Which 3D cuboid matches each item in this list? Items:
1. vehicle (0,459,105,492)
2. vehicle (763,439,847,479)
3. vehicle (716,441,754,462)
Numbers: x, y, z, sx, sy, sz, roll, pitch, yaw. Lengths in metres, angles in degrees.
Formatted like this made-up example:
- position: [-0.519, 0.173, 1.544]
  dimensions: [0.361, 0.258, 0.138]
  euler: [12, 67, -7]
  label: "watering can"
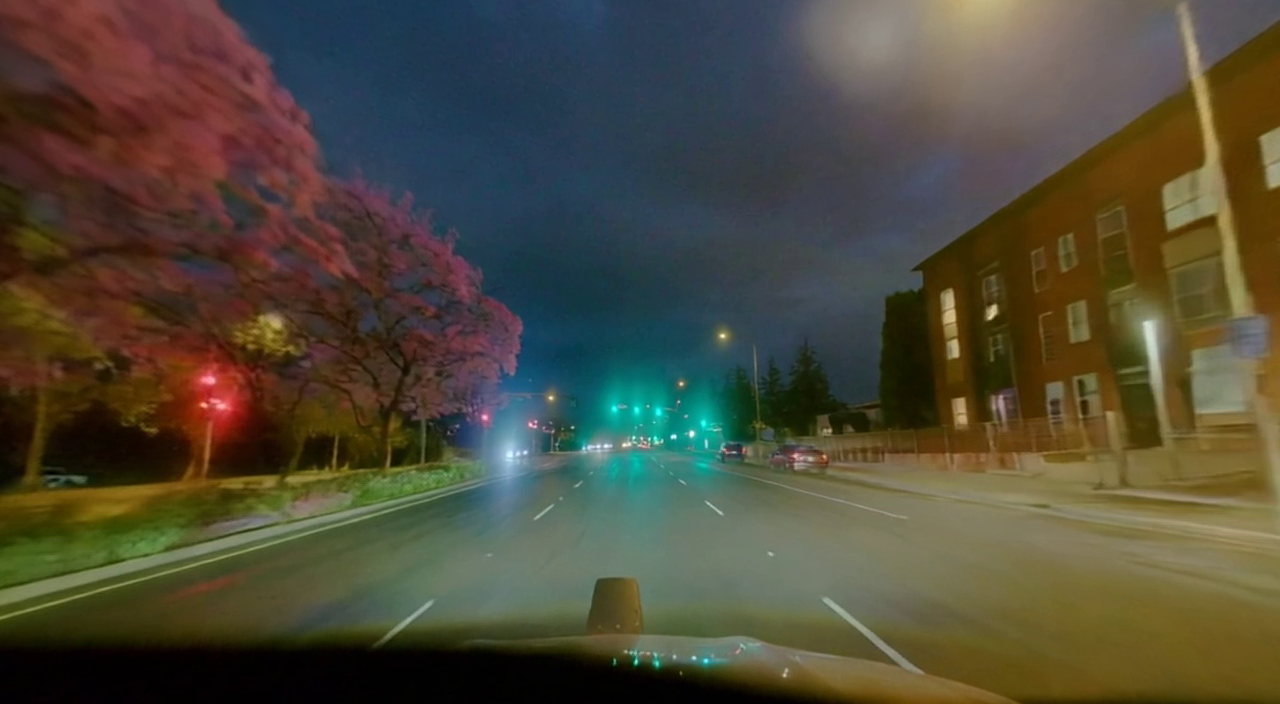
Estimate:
- position: [-34.963, 7.184, 37.089]
  dimensions: [1.985, 1.691, 5.024]
  euler: [-3, -9, 16]
  label: "vehicle"
- position: [6.519, 4.278, 25.588]
  dimensions: [1.891, 1.456, 4.909]
  euler: [0, -8, -3]
  label: "vehicle"
- position: [6.741, 7.098, 45.228]
  dimensions: [2.032, 1.449, 4.413]
  euler: [0, -8, 0]
  label: "vehicle"
